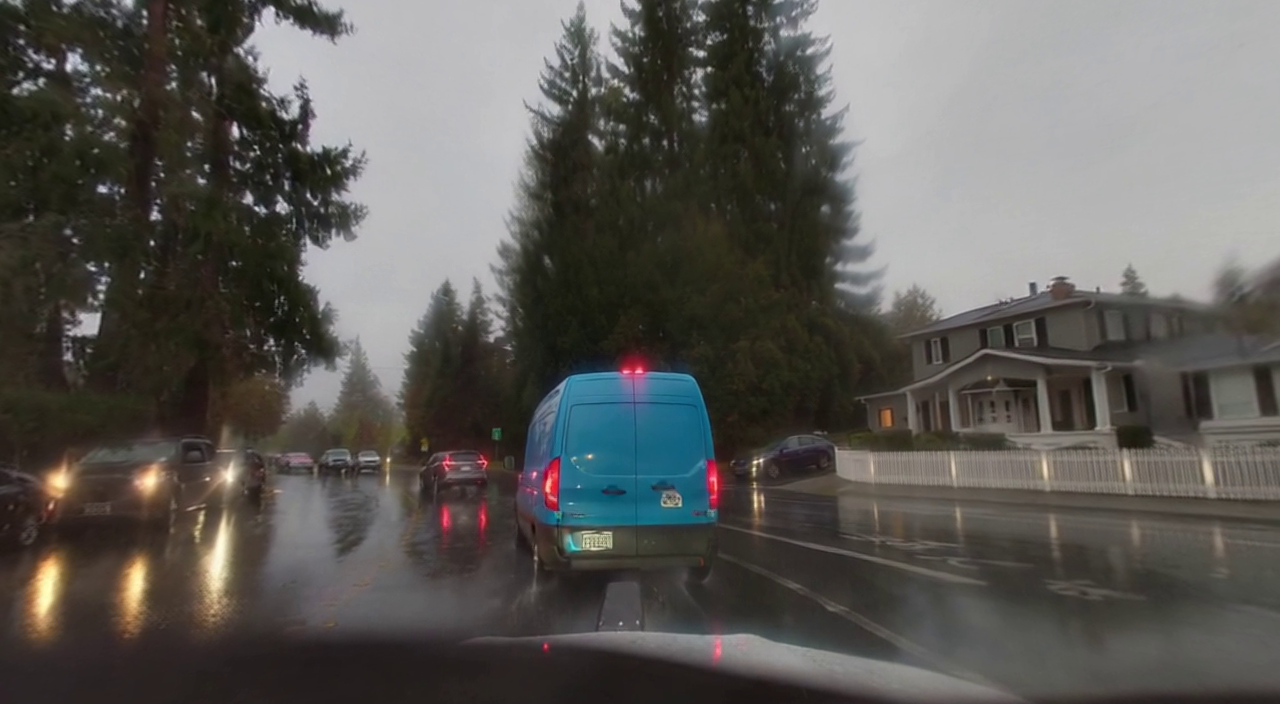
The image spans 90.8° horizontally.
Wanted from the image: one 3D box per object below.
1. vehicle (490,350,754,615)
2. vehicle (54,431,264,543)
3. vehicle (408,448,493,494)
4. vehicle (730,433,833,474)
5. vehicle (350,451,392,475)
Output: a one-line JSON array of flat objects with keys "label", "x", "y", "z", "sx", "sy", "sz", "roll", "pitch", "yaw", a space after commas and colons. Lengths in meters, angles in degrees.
[{"label": "vehicle", "x": -0.646, "y": 1.416, "z": 7.713, "sx": 2.213, "sy": 2.124, "sz": 4.809, "roll": 2, "pitch": -9, "yaw": -13}, {"label": "vehicle", "x": -9.953, "y": 2.734, "z": 13.736, "sx": 2.228, "sy": 1.871, "sz": 5.492, "roll": 3, "pitch": -9, "yaw": -23}, {"label": "vehicle", "x": -6.903, "y": 4.181, "z": 22.716, "sx": 2.008, "sy": 1.445, "sz": 4.386, "roll": 4, "pitch": -10, "yaw": -28}, {"label": "vehicle", "x": 6.614, "y": 4.675, "z": 29.395, "sx": 4.559, "sy": 1.754, "sz": 1.985, "roll": 5, "pitch": -10, "yaw": -32}, {"label": "vehicle", "x": -18.742, "y": 7.680, "z": 43.878, "sx": 1.911, "sy": 1.493, "sz": 4.291, "roll": 5, "pitch": -10, "yaw": -32}]
